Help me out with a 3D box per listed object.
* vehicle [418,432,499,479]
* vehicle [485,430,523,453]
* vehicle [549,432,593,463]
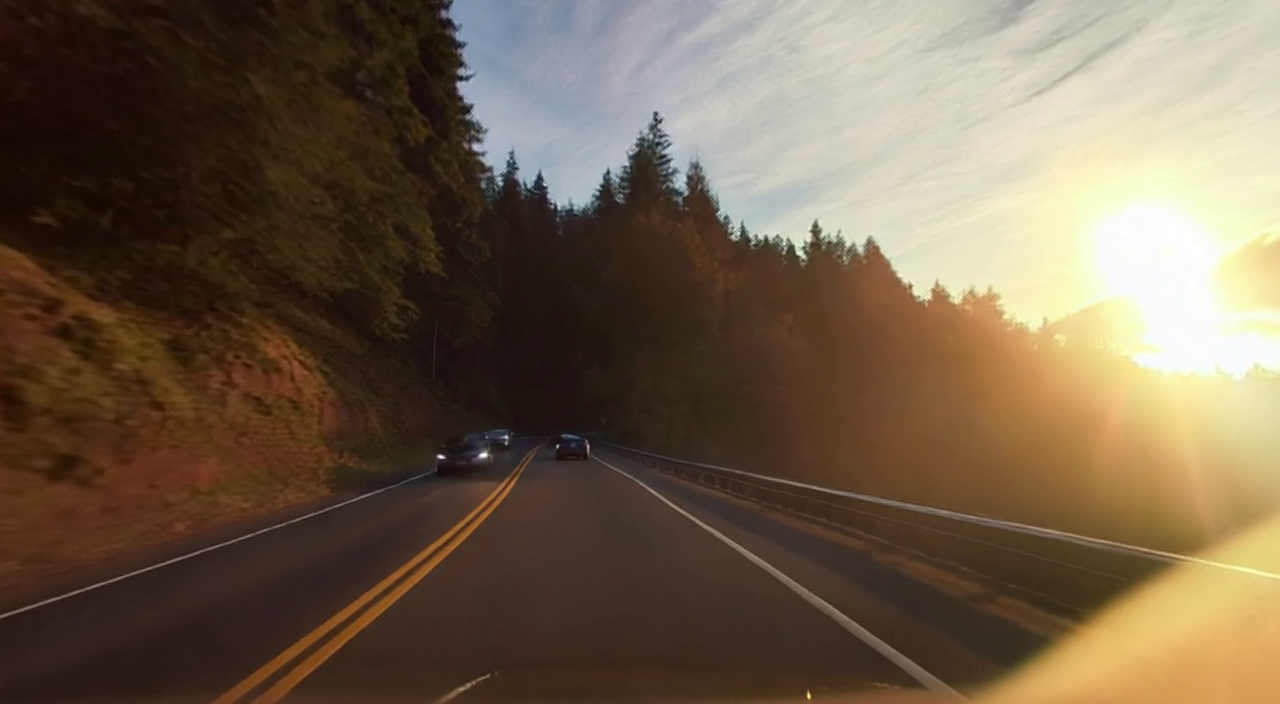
[{"bbox_3d":[-6.528,3.749,23.199,2.133,1.526,4.308,1,-8,-6],"label":"vehicle"},{"bbox_3d":[-9.625,6.381,44.919,2.200,1.588,4.150,1,-8,-7],"label":"vehicle"},{"bbox_3d":[-3.713,5.004,33.298,2.120,1.491,4.349,1,-8,-8],"label":"vehicle"}]
